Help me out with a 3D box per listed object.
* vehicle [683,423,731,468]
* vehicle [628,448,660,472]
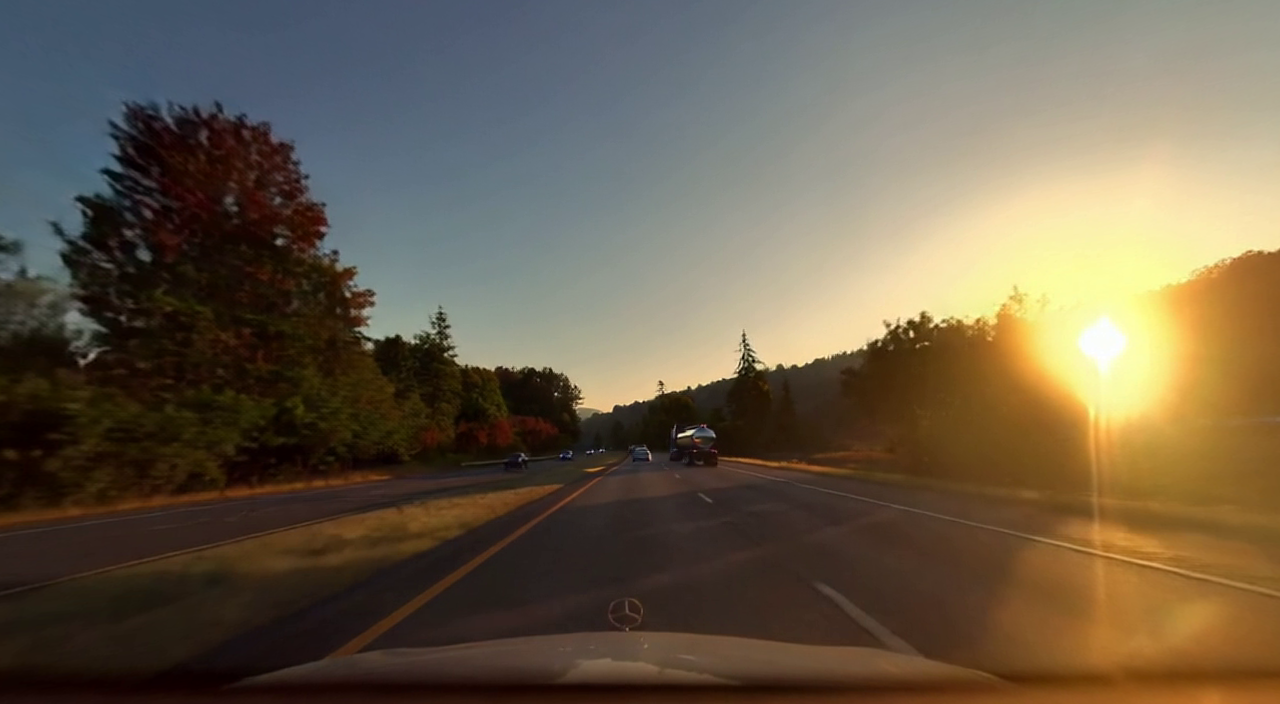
[{"bbox_3d":[4.892,7.037,47.274,2.718,3.034,7.395,0,-9,0],"label":"vehicle"},{"bbox_3d":[0.227,6.749,39.443,1.926,1.386,3.615,0,-9,0],"label":"vehicle"}]
